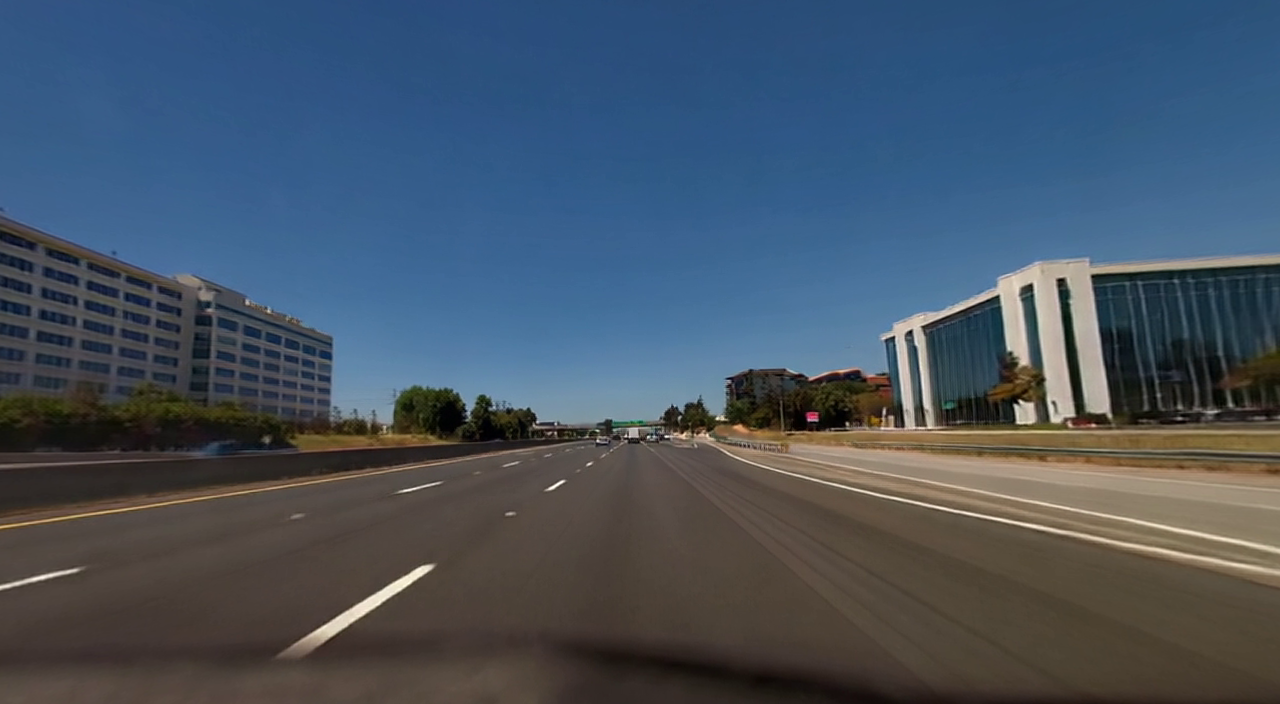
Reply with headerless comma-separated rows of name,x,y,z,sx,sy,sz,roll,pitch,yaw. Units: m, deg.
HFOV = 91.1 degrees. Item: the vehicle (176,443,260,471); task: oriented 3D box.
vehicle,-24.631,6.116,36.922,1.868,1.503,4.441,0,-8,0
